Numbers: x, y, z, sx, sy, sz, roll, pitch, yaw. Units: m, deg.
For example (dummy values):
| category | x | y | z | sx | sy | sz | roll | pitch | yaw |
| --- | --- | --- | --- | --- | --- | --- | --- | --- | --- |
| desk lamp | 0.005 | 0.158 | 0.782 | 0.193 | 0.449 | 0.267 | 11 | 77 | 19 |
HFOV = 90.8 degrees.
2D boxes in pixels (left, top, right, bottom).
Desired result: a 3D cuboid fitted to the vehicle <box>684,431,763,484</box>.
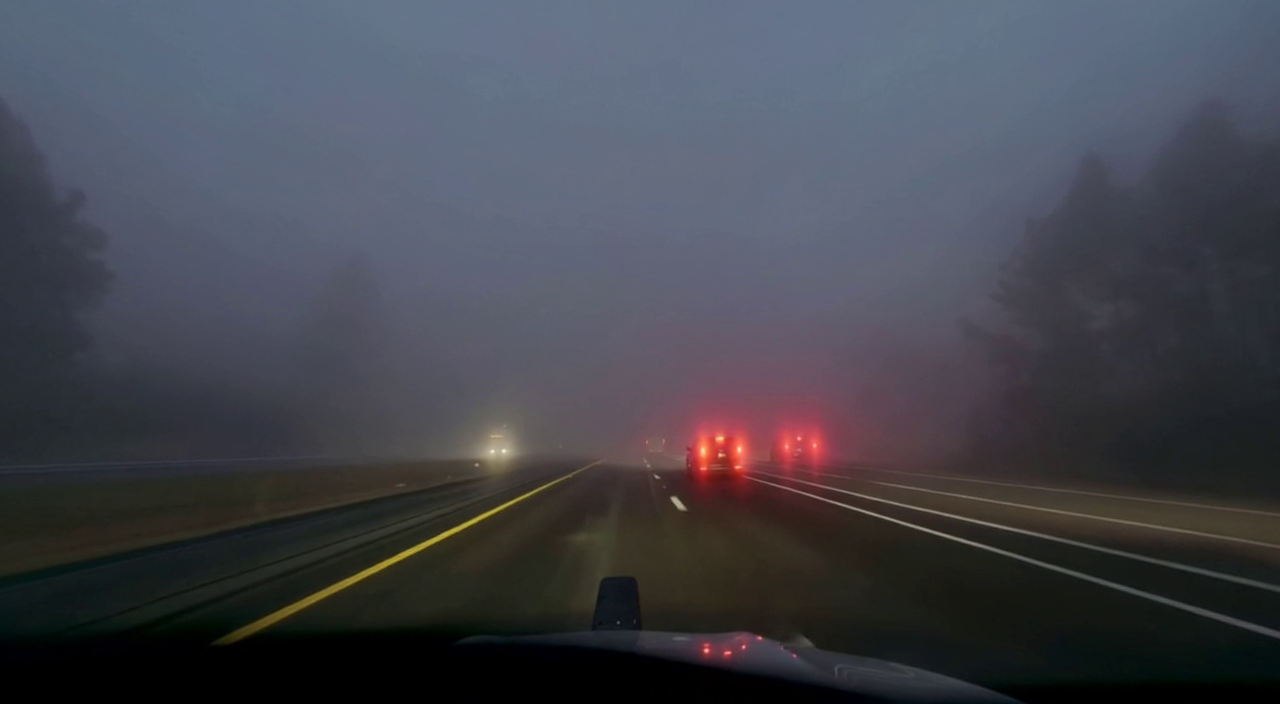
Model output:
| category | x | y | z | sx | sy | sz | roll | pitch | yaw |
| --- | --- | --- | --- | --- | --- | --- | --- | --- | --- |
| vehicle | 3.023 | 3.956 | 23.965 | 2.141 | 1.785 | 4.778 | 0 | -8 | -2 |
